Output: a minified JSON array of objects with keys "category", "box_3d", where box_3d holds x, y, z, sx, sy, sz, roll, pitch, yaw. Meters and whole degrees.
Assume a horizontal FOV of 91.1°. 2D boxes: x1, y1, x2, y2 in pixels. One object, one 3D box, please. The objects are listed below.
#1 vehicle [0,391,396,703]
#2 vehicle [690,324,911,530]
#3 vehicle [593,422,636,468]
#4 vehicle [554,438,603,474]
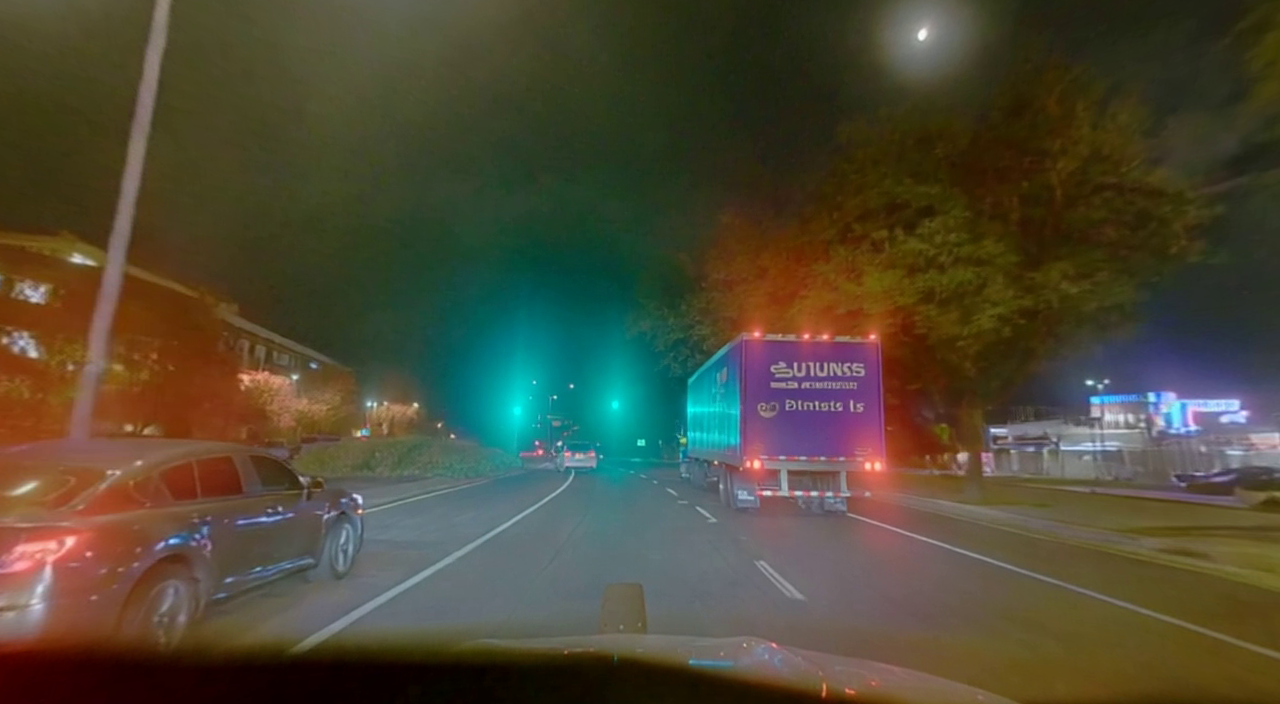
[{"category":"vehicle","box_3d":[-3.566,1.225,4.550,1.828,1.515,4.422,0,-9,0]},{"category":"vehicle","box_3d":[3.168,1.924,15.395,2.905,3.644,8.441,0,-9,-2]},{"category":"vehicle","box_3d":[-2.053,7.090,47.585,2.837,3.142,7.371,2,-9,-5]},{"category":"vehicle","box_3d":[-3.426,5.662,34.285,2.388,1.811,4.455,1,-9,-8]}]
